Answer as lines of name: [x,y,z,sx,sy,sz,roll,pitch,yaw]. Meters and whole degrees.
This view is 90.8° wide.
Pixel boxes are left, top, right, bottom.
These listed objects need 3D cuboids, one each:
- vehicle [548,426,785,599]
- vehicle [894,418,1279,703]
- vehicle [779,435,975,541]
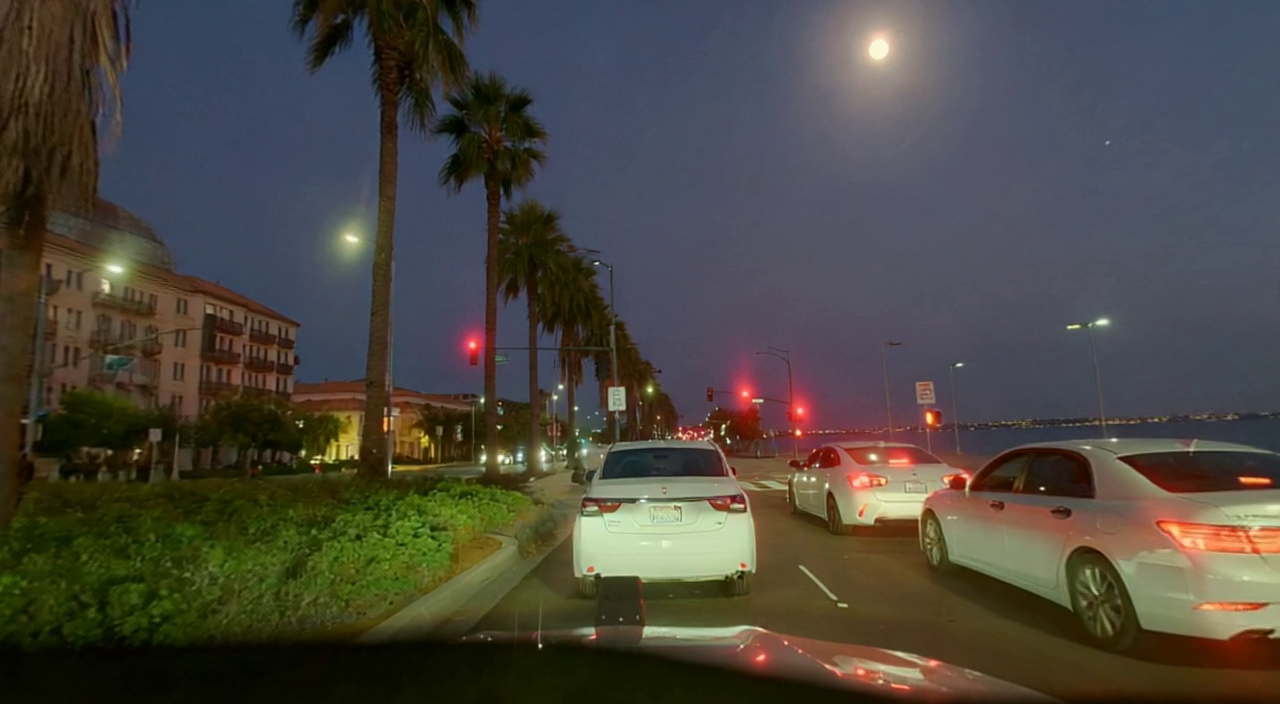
vehicle: [0.260,1.706,7.498,2.093,1.503,3.681,0,-9,1]
vehicle: [3.917,1.367,5.095,1.913,1.469,4.425,0,-9,0]
vehicle: [3.884,2.291,11.300,1.920,1.490,4.417,-1,-9,2]
